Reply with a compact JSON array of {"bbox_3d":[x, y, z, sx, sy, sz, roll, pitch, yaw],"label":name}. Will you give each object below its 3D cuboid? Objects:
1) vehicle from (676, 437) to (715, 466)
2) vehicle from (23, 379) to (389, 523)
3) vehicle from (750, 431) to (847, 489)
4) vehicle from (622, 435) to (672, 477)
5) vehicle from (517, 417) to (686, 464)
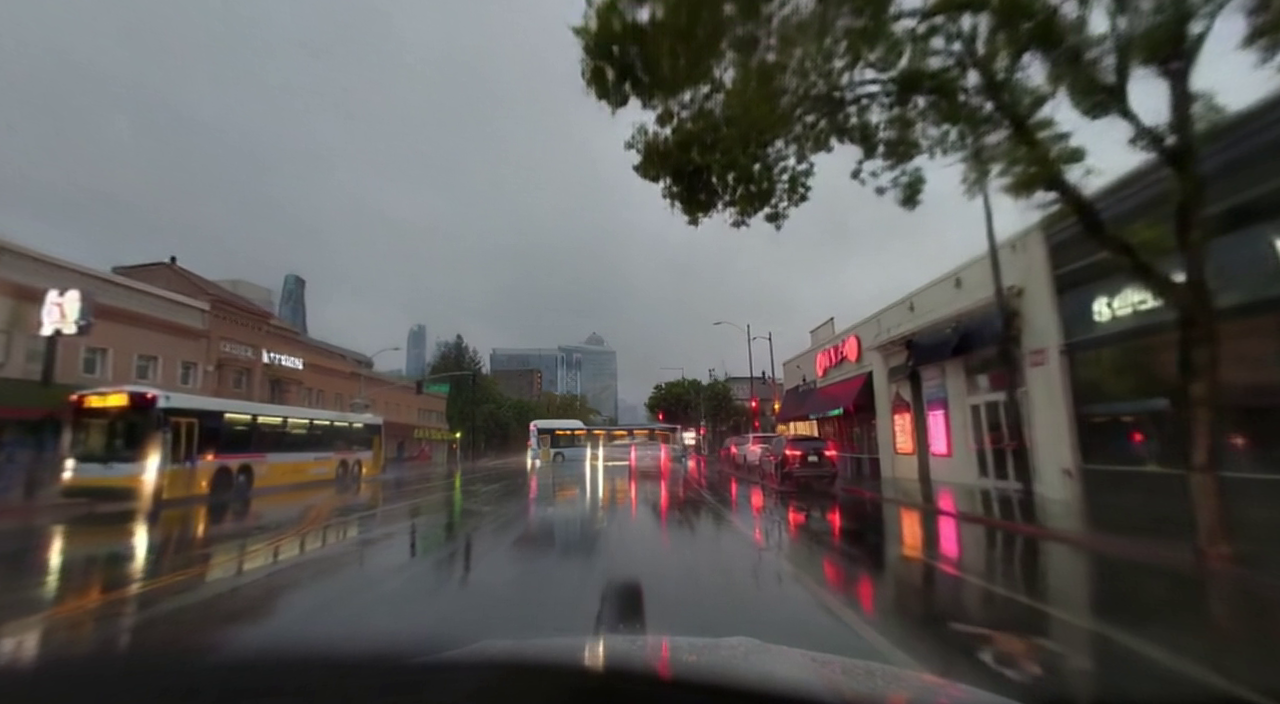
[{"bbox_3d":[3.350,6.091,38.741,2.222,1.688,3.952,0,-9,3],"label":"vehicle"},{"bbox_3d":[-12.748,3.267,21.192,3.356,3.365,12.460,0,-9,1],"label":"vehicle"},{"bbox_3d":[5.065,3.513,20.763,2.014,1.681,4.332,0,-9,-1],"label":"vehicle"},{"bbox_3d":[0.240,4.699,28.619,2.089,1.699,4.650,1,-9,-2],"label":"vehicle"},{"bbox_3d":[-2.921,7.023,49.950,12.978,3.538,3.117,0,-9,5],"label":"vehicle"}]
